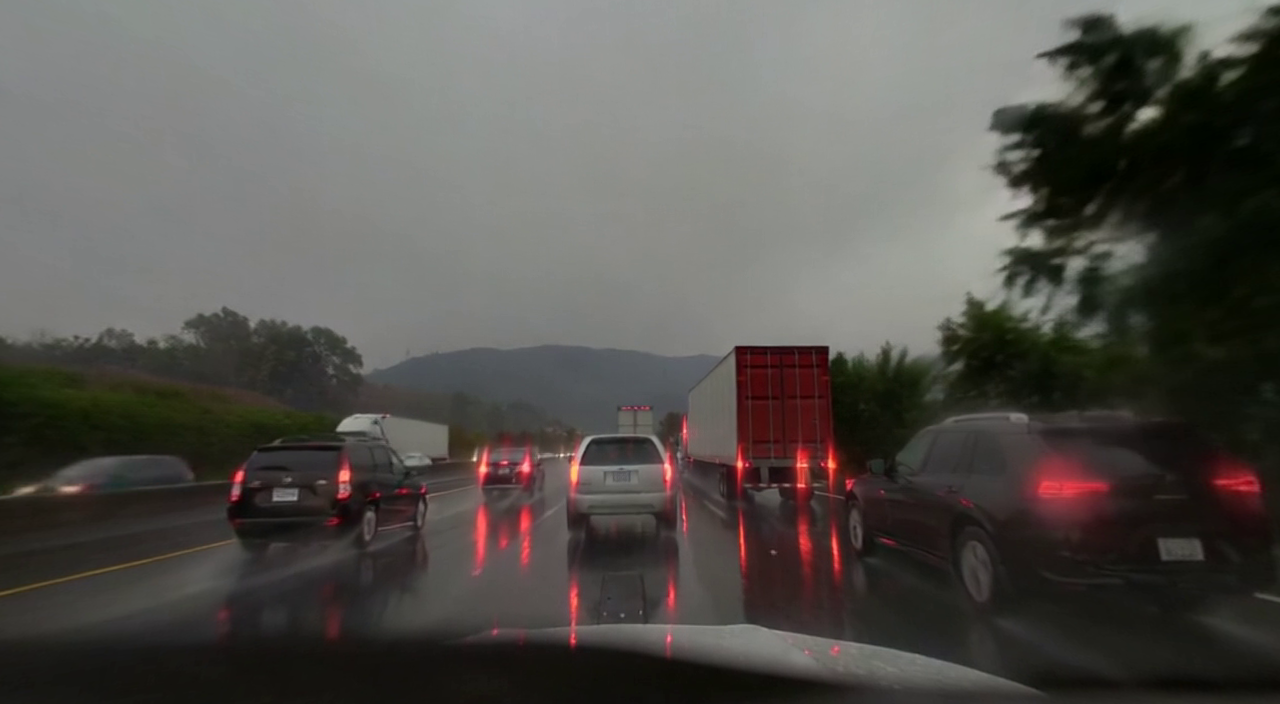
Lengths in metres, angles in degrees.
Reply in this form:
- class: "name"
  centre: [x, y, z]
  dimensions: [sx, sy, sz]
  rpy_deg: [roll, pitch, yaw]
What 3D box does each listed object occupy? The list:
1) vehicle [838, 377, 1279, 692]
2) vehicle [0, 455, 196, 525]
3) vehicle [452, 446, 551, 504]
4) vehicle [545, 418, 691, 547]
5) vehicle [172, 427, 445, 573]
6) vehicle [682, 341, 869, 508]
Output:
- class: "vehicle"
  centre: [3.679, 1.376, 5.918]
  dimensions: [2.076, 1.751, 4.666]
  rpy_deg: [0, -9, 0]
- class: "vehicle"
  centre: [-12.855, 3.186, 15.021]
  dimensions: [1.890, 1.443, 3.558]
  rpy_deg: [0, -9, 0]
- class: "vehicle"
  centre: [-3.969, 3.596, 18.828]
  dimensions: [1.923, 1.503, 4.293]
  rpy_deg: [0, -9, 1]
- class: "vehicle"
  centre: [-0.319, 2.172, 11.020]
  dimensions: [2.037, 1.792, 4.194]
  rpy_deg: [0, -9, 0]
- class: "vehicle"
  centre: [-4.331, 1.973, 9.059]
  dimensions: [1.789, 1.620, 3.841]
  rpy_deg: [0, -9, 0]
- class: "vehicle"
  centre: [3.817, 2.956, 23.315]
  dimensions: [3.186, 4.111, 15.553]
  rpy_deg: [0, -9, -1]
